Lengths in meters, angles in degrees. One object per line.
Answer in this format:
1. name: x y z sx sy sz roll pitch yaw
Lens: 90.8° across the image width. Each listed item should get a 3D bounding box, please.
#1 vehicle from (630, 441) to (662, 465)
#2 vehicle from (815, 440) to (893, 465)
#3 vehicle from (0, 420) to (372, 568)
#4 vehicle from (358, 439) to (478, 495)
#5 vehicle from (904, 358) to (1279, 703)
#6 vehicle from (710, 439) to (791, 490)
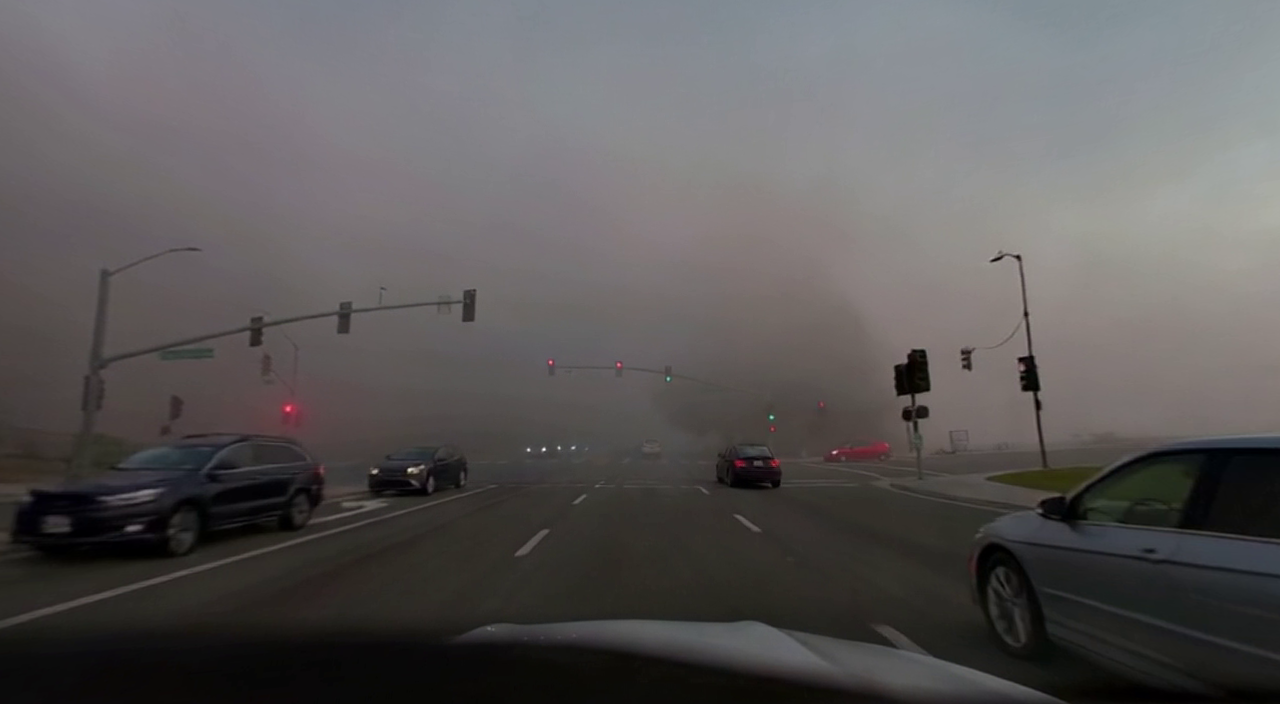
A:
1. vehicle: 0.341 6.597 41.372 2.008 1.464 4.052 0 -8 -1
2. vehicle: 13.883 6.531 41.162 4.370 1.517 1.939 0 -8 3
3. vehicle: -6.124 1.906 9.360 2.176 1.591 4.778 0 -8 1
4. vehicle: -6.483 3.387 19.048 2.038 1.484 4.273 0 -8 0
5. vehicle: 3.296 0.926 2.832 2.174 1.596 4.779 0 -8 0
6. vehicle: 3.461 3.601 20.603 1.842 1.480 4.155 0 -8 -1
